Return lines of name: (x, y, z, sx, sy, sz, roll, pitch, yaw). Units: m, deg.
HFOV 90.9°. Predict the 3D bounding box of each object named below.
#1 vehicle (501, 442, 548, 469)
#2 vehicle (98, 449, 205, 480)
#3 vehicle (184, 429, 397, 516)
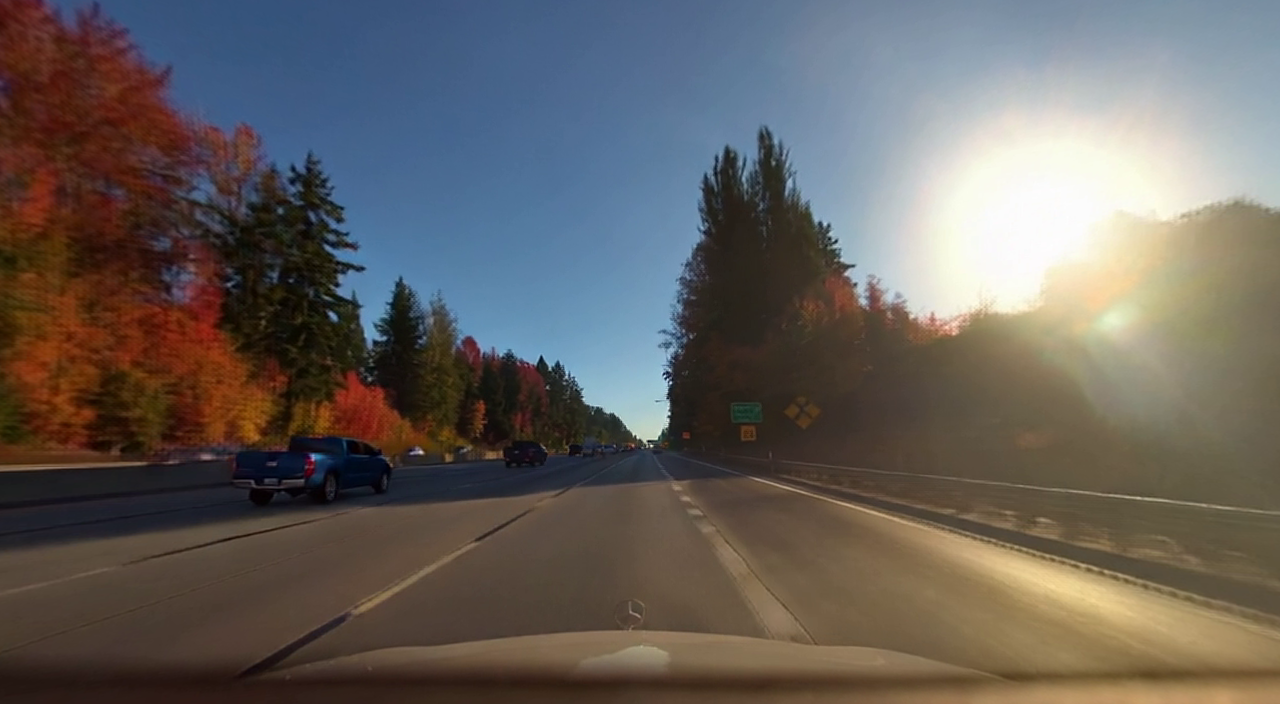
vehicle: (-6.841, 6.150, 37.785, 1.919, 1.499, 4.234, 0, -8, 1)
vehicle: (-25.695, 5.920, 33.398, 1.860, 1.475, 4.609, 0, -8, 1)
vehicle: (-7.329, 2.559, 13.956, 1.965, 1.567, 4.686, 0, -8, 1)
